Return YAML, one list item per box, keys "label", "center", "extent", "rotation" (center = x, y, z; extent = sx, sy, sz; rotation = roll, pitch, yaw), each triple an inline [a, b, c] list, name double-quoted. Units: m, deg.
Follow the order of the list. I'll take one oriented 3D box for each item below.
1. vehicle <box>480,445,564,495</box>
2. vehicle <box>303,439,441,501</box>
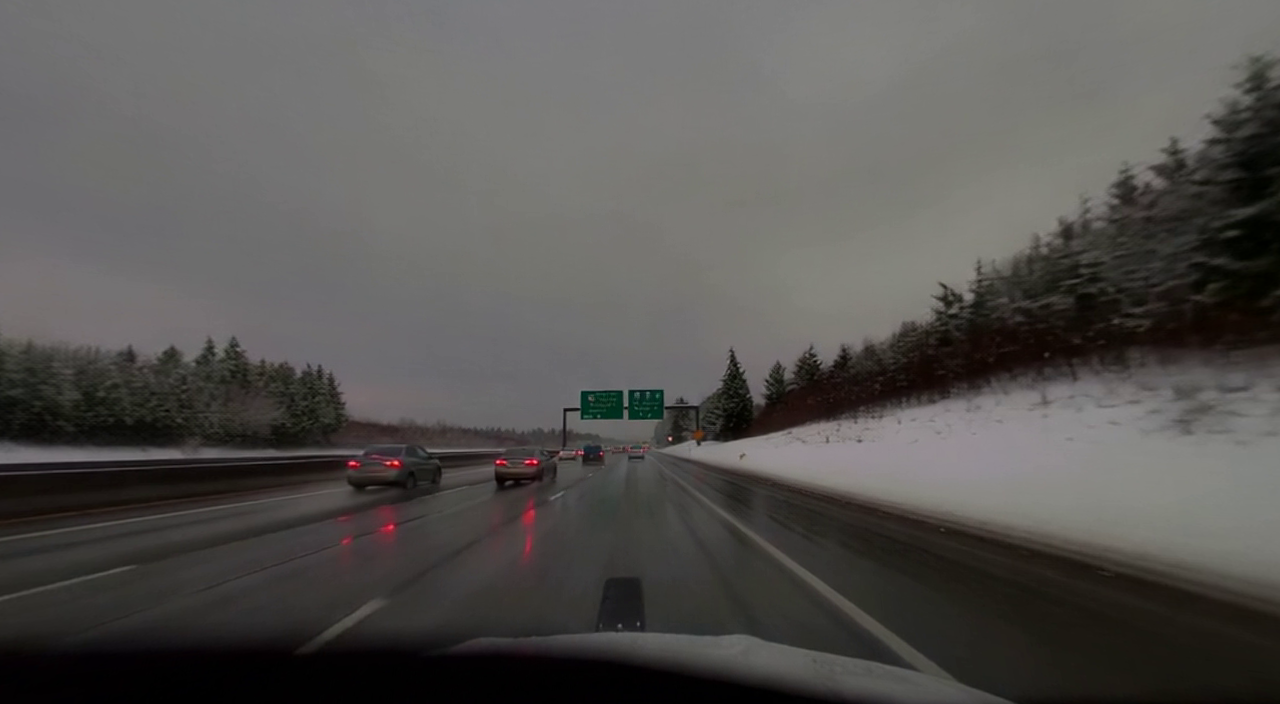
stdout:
- label: "vehicle"
  center: [-3.654, 3.711, 20.198]
  extent: [1.924, 1.436, 3.915]
  rotation: [0, -9, 0]
- label: "vehicle"
  center: [-7.498, 3.332, 18.227]
  extent: [2.091, 1.558, 4.220]
  rotation: [0, -9, 0]
